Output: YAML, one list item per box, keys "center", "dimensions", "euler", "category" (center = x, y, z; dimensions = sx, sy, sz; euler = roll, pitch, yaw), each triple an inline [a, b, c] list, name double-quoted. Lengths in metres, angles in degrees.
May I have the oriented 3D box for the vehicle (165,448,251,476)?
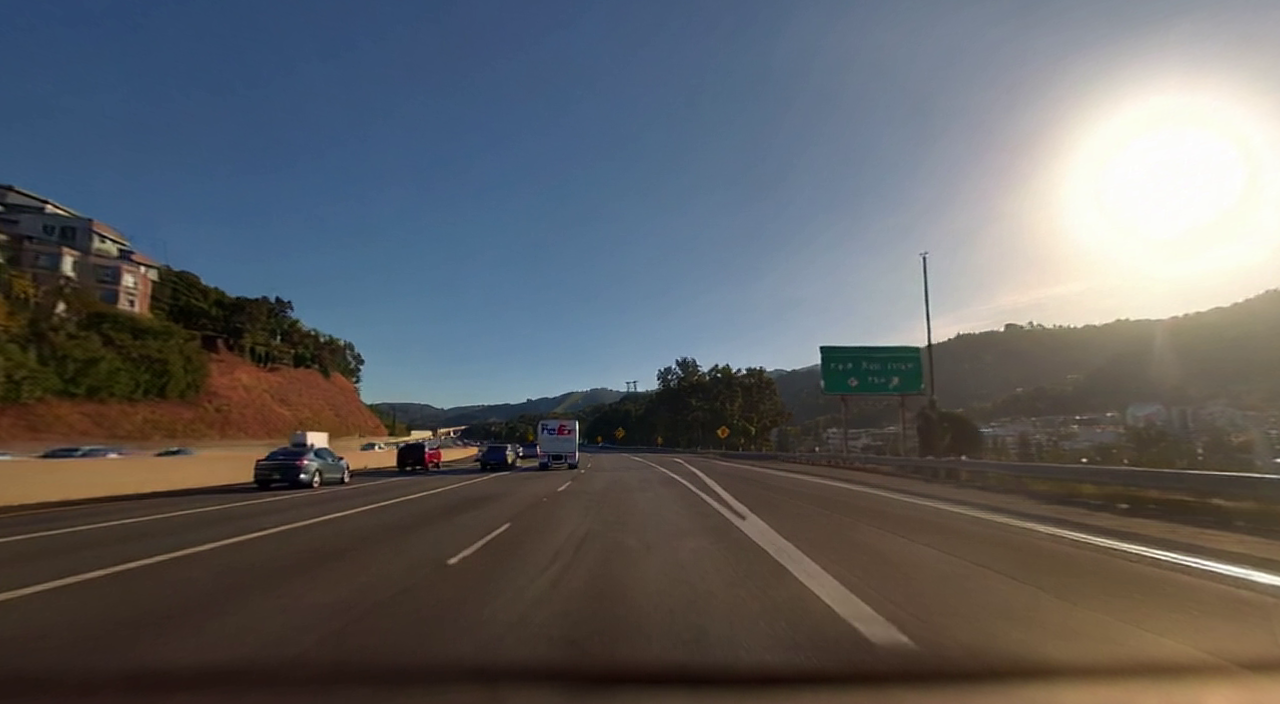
- center: [-24.913, 6.330, 36.635]
  dimensions: [1.829, 1.450, 4.706]
  euler: [0, -8, -2]
  category: "vehicle"

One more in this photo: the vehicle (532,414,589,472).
- center: [-4.785, 5.663, 39.248]
  dimensions: [2.798, 3.212, 7.573]
  euler: [0, -8, -2]
  category: "vehicle"

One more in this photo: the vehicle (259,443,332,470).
- center: [-21.233, 6.456, 39.116]
  dimensions: [2.002, 1.540, 4.662]
  euler: [0, -8, -1]
  category: "vehicle"

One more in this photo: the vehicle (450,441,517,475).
- center: [-8.564, 5.830, 35.042]
  dimensions: [2.461, 1.767, 4.991]
  euler: [0, -8, -1]
  category: "vehicle"

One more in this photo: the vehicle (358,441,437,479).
- center: [-12.260, 5.461, 32.247]
  dimensions: [2.188, 1.784, 4.724]
  euler: [0, -8, -1]
  category: "vehicle"

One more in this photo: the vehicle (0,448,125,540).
- center: [-11.613, 2.419, 10.772]
  dimensions: [1.879, 1.431, 4.425]
  euler: [2, -8, 0]
  category: "vehicle"
